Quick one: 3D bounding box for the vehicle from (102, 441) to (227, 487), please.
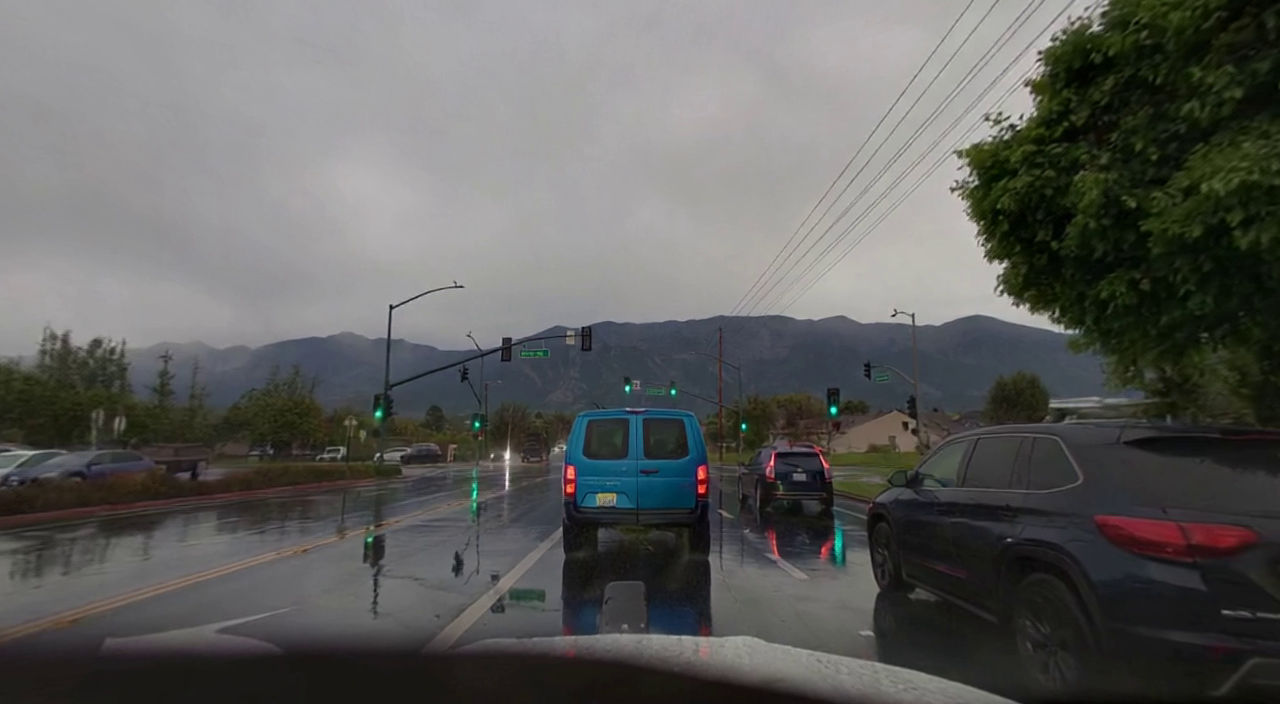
[{"bbox_3d":[-20.424,4.794,27.391,1.996,1.809,4.699,1,-8,-4],"label":"vehicle"}]

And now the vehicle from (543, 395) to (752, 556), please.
[{"bbox_3d":[0.063,1.939,10.599,2.636,2.011,5.130,0,-8,-1],"label":"vehicle"}]

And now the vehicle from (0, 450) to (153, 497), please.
[{"bbox_3d":[-20.083,4.218,22.321,1.830,1.436,4.771,0,-9,1],"label":"vehicle"}]

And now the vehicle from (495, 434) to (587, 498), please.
[{"bbox_3d":[-2.937,3.494,19.715,2.059,1.749,4.458,0,-8,1],"label":"vehicle"}]

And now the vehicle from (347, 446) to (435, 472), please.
[{"bbox_3d":[-15.511,6.662,39.341,4.644,1.533,2.005,-1,-9,9],"label":"vehicle"}]

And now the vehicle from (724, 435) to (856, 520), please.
[{"bbox_3d":[3.253,2.801,14.649,1.957,1.646,4.355,0,-8,0],"label":"vehicle"}]

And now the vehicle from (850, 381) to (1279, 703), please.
[{"bbox_3d":[3.436,1.278,4.669,2.155,1.658,4.721,0,-8,0],"label":"vehicle"}]
